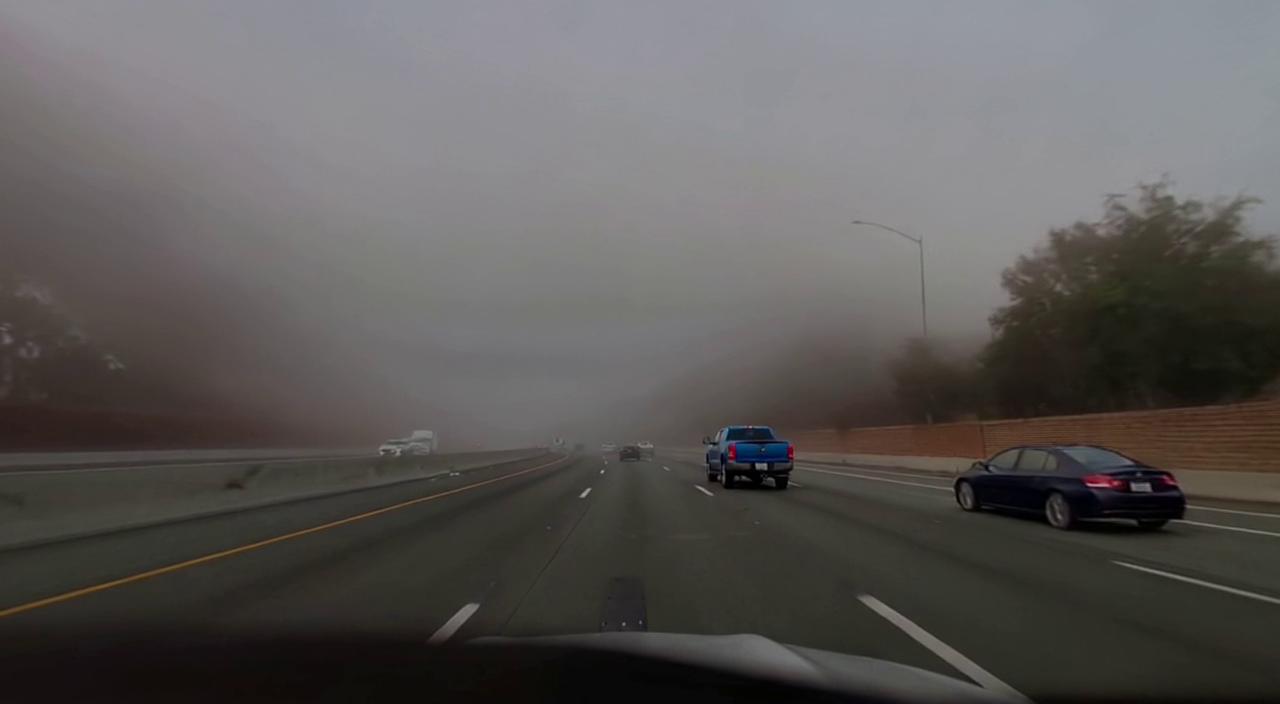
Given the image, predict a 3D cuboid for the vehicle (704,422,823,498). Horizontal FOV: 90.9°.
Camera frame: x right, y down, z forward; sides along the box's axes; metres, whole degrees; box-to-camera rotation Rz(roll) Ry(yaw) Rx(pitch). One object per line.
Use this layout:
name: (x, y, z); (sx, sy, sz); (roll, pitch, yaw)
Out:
vehicle: (3.526, 3.235, 19.310); (2.374, 1.952, 5.431); (0, -8, -2)

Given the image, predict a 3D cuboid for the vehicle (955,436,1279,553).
vehicle: (7.599, 2.195, 10.635); (1.976, 1.485, 4.925); (0, -8, -1)
